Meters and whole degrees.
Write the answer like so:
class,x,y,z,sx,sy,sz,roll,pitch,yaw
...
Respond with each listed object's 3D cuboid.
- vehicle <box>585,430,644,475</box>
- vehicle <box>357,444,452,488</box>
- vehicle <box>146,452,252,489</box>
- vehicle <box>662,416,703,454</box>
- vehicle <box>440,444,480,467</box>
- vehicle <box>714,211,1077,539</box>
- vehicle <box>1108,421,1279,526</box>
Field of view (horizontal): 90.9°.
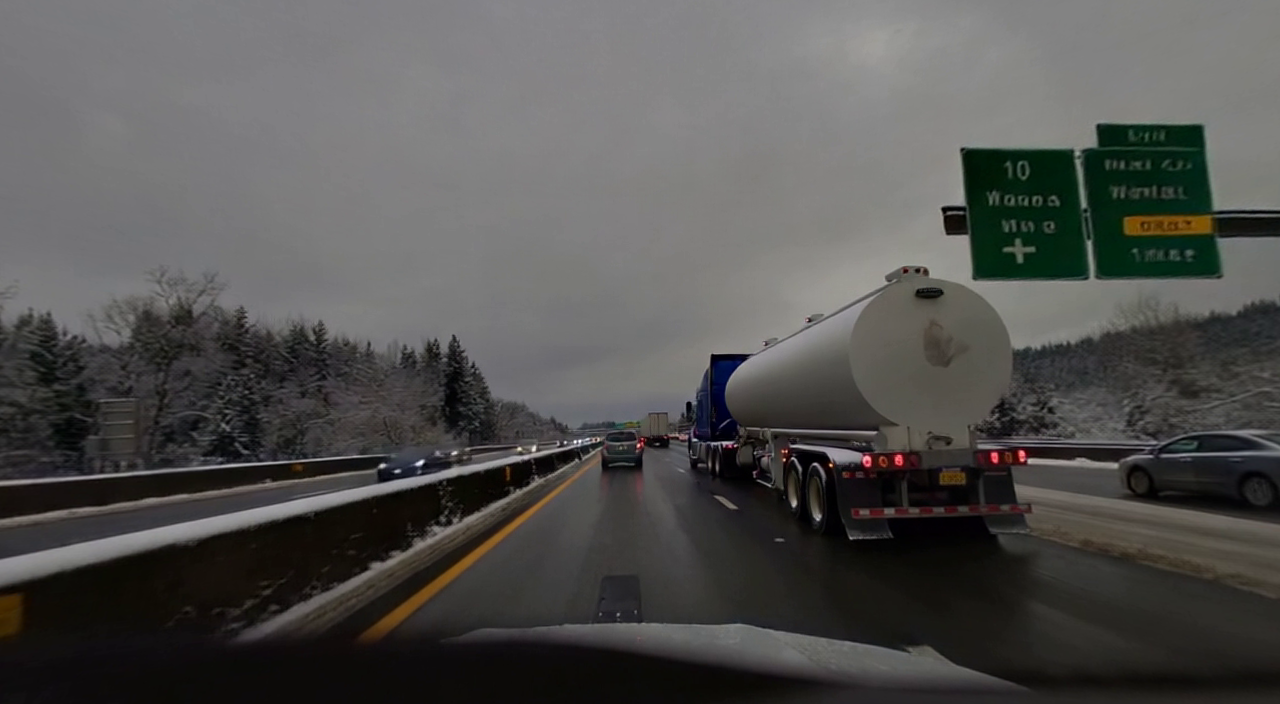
class,x,y,z,sx,sy,sz,roll,pitch,yaw
vehicle,-0.880,3.677,23.309,2.000,1.510,3.518,0,-8,0
vehicle,-8.898,4.303,24.304,1.894,1.483,4.624,0,-8,0
vehicle,-20.036,5.370,28.907,1.880,1.476,4.282,0,-8,-2
vehicle,3.166,6.319,47.945,2.475,2.782,4.986,0,-8,-3
vehicle,-13.164,7.566,46.343,1.905,1.541,4.030,0,-8,-3
vehicle,3.512,0.829,12.091,2.826,3.905,9.262,0,-8,-1
vehicle,9.841,1.857,9.982,1.739,1.471,3.889,0,-8,-2
